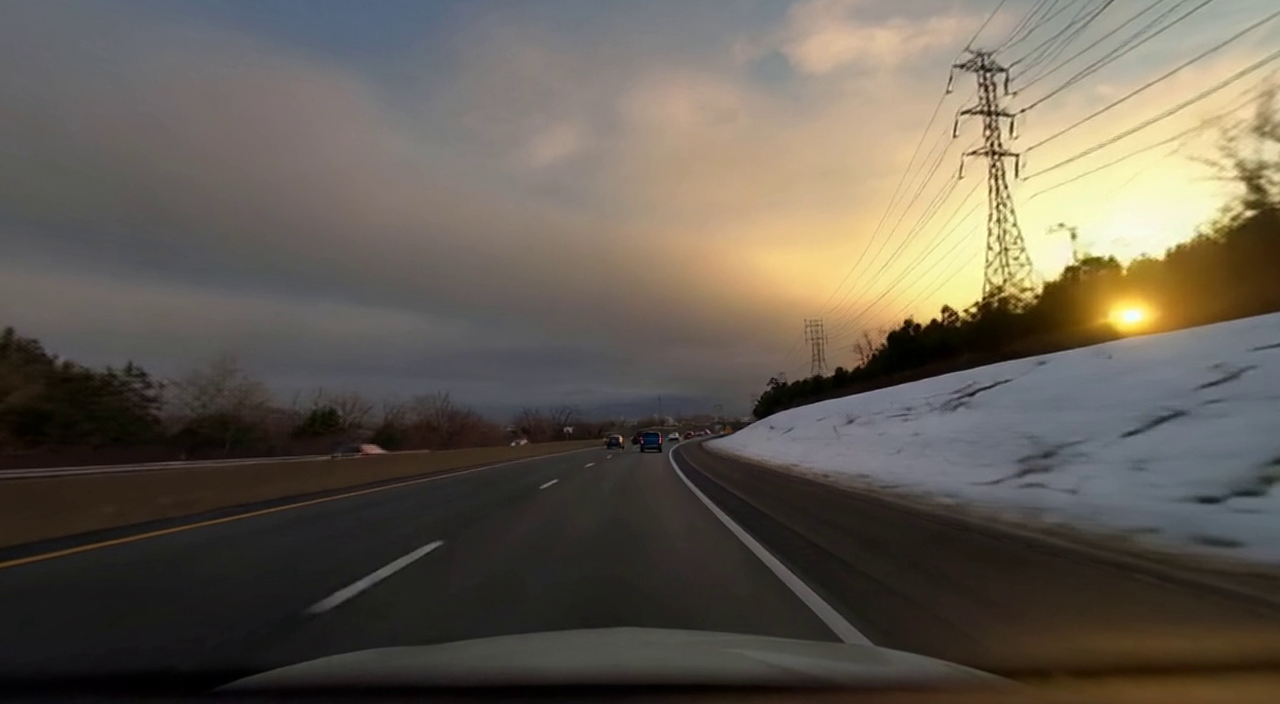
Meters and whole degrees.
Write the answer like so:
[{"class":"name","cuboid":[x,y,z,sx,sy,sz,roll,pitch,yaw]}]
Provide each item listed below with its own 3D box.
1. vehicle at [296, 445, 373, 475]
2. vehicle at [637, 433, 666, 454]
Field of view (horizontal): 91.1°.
[{"class":"vehicle","cuboid":[-16.838,5.934,34.897,1.861,1.506,4.440,0,-8,2]},{"class":"vehicle","cuboid":[0.905,6.935,47.738,2.077,1.523,4.206,0,-8,2]}]
